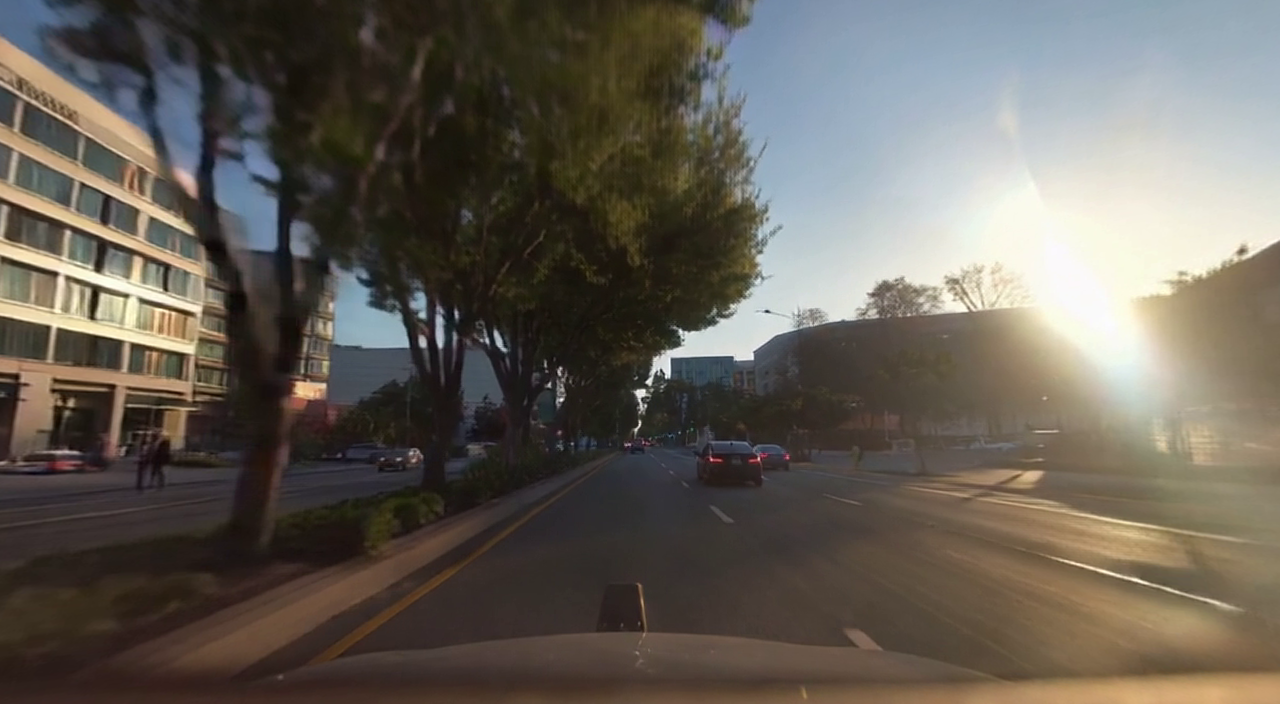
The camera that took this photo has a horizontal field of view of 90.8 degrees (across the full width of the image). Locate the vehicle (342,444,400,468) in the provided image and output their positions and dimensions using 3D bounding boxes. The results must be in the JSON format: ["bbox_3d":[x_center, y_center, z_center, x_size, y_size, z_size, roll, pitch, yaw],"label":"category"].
[{"bbox_3d":[-19.690,7.599,46.481,1.977,1.687,4.909,0,-8,1],"label":"vehicle"}]

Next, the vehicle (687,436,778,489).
[{"bbox_3d":[2.798,3.465,20.205,2.131,1.491,4.496,0,-8,-1],"label":"vehicle"}]
